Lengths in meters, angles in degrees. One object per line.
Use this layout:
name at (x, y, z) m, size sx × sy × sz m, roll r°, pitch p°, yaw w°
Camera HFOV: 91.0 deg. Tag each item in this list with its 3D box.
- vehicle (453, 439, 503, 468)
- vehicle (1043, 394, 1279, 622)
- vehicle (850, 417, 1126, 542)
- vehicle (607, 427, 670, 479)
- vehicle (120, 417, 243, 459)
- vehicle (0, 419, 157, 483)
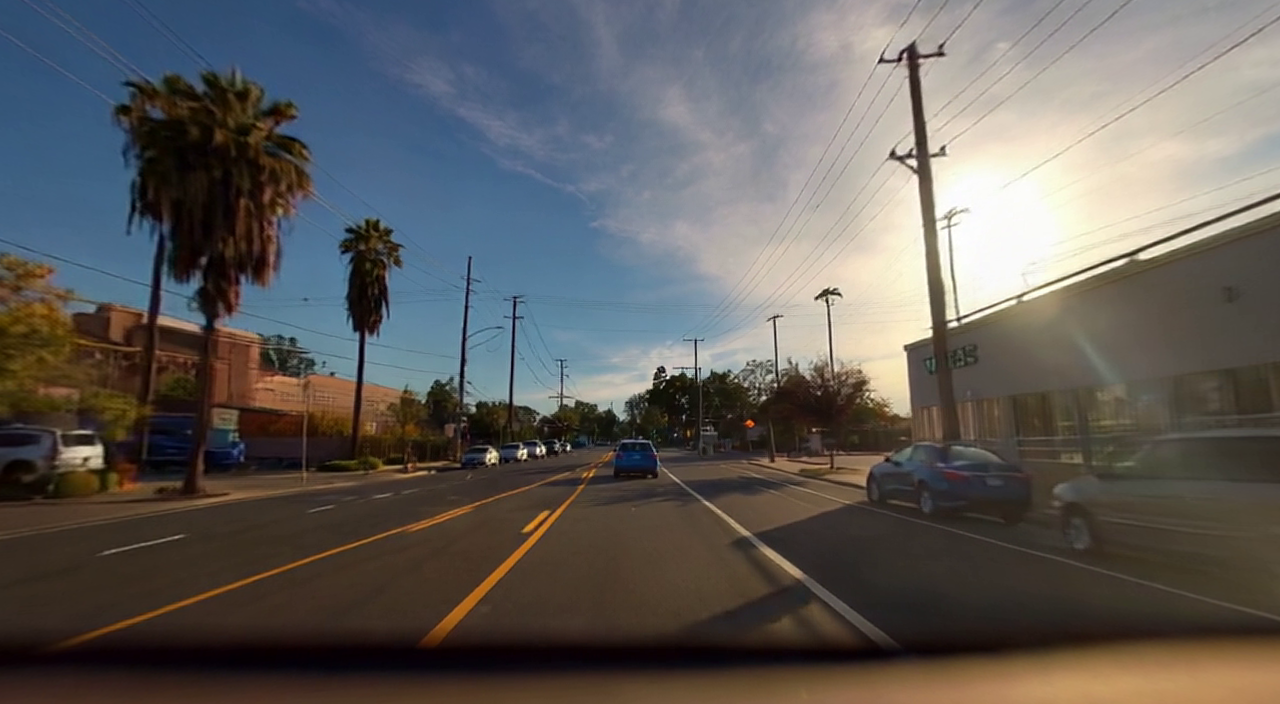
vehicle at (-10.382, 6.509, 40.687) m, size 2.075 × 1.693 × 4.696 m, roll 0°, pitch -8°, yaw -1°
vehicle at (6.050, 1.323, 5.594) m, size 1.945 × 1.791 × 4.460 m, roll 0°, pitch -8°, yaw 0°
vehicle at (6.002, 2.248, 11.908) m, size 2.153 × 1.801 × 5.163 m, roll 0°, pitch -8°, yaw -1°
vehicle at (-0.105, 3.928, 24.770) m, size 2.264 × 1.798 × 4.563 m, roll 0°, pitch -8°, yaw -1°
vehicle at (-20.784, 3.916, 28.651) m, size 1.911 × 1.762 × 4.127 m, roll -8°, pitch -11°, yaw 43°
vehicle at (-17.513, 2.995, 19.249) m, size 2.084 × 1.678 × 4.707 m, roll 0°, pitch -8°, yaw -6°
